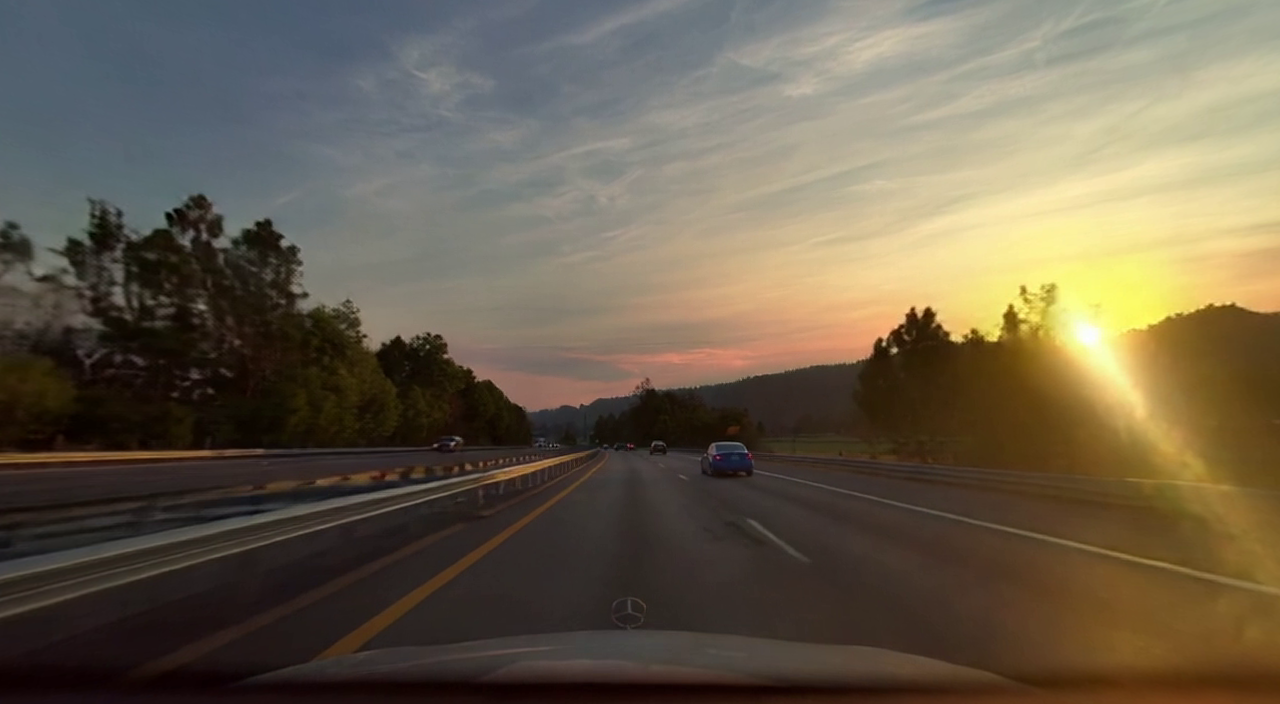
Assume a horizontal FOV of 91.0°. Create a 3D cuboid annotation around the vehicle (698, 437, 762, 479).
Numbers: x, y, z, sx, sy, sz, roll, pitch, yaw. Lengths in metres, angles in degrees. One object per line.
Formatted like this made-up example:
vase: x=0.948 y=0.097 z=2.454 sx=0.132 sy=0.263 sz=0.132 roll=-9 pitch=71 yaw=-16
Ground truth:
vehicle: x=3.529 y=4.217 z=25.233 sx=1.945 sy=1.538 sz=3.729 roll=0 pitch=-8 yaw=-1
